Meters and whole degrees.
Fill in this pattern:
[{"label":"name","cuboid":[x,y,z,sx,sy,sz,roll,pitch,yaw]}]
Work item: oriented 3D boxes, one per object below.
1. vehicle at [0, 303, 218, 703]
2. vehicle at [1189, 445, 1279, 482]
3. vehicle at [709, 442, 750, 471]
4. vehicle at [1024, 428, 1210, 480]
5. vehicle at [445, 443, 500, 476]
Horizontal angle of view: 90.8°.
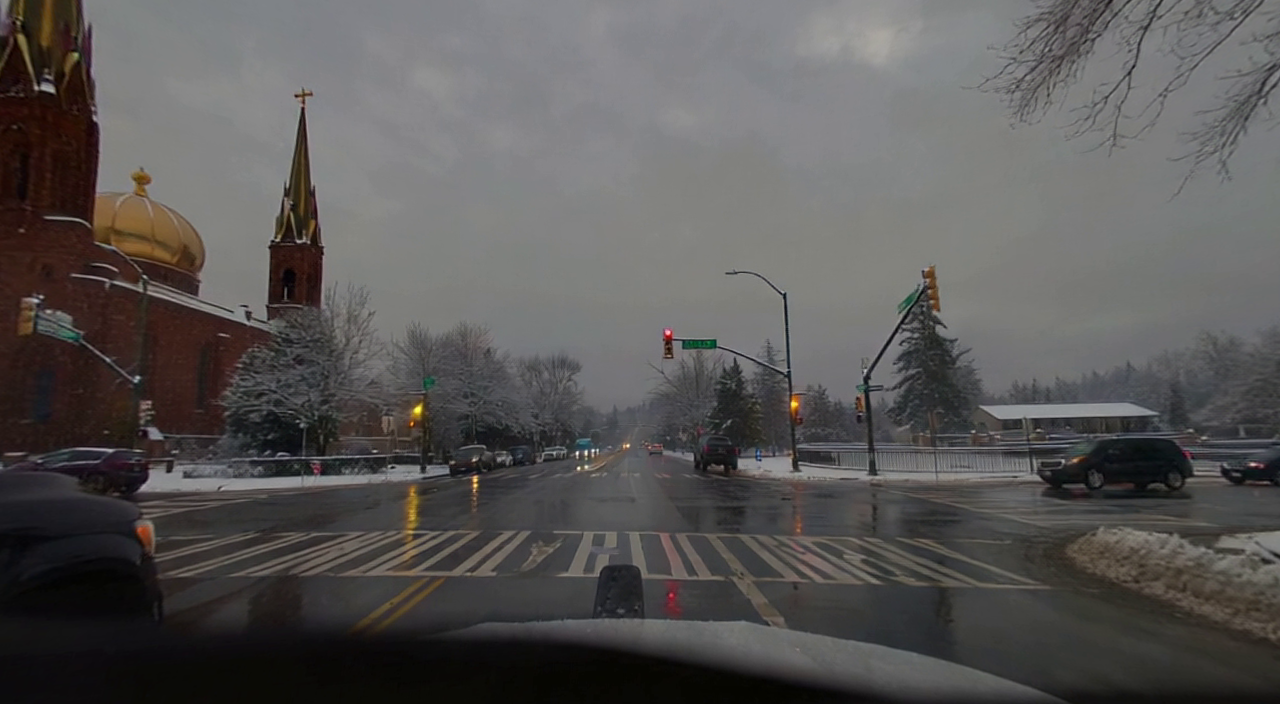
[{"label":"vehicle","cuboid":[-3.880,0.574,1.101,2.251,2.009,5.688,0,-8,1]},{"label":"vehicle","cuboid":[26.382,4.674,26.683,4.561,1.475,1.850,0,-8,0]},{"label":"vehicle","cuboid":[5.825,6.810,41.504,1.969,1.776,4.329,0,-8,-1]},{"label":"vehicle","cuboid":[19.875,4.271,26.578,5.852,2.057,2.361,0,-8,0]},{"label":"vehicle","cuboid":[-10.236,6.594,38.971,2.076,1.876,4.669,0,-8,1]}]
